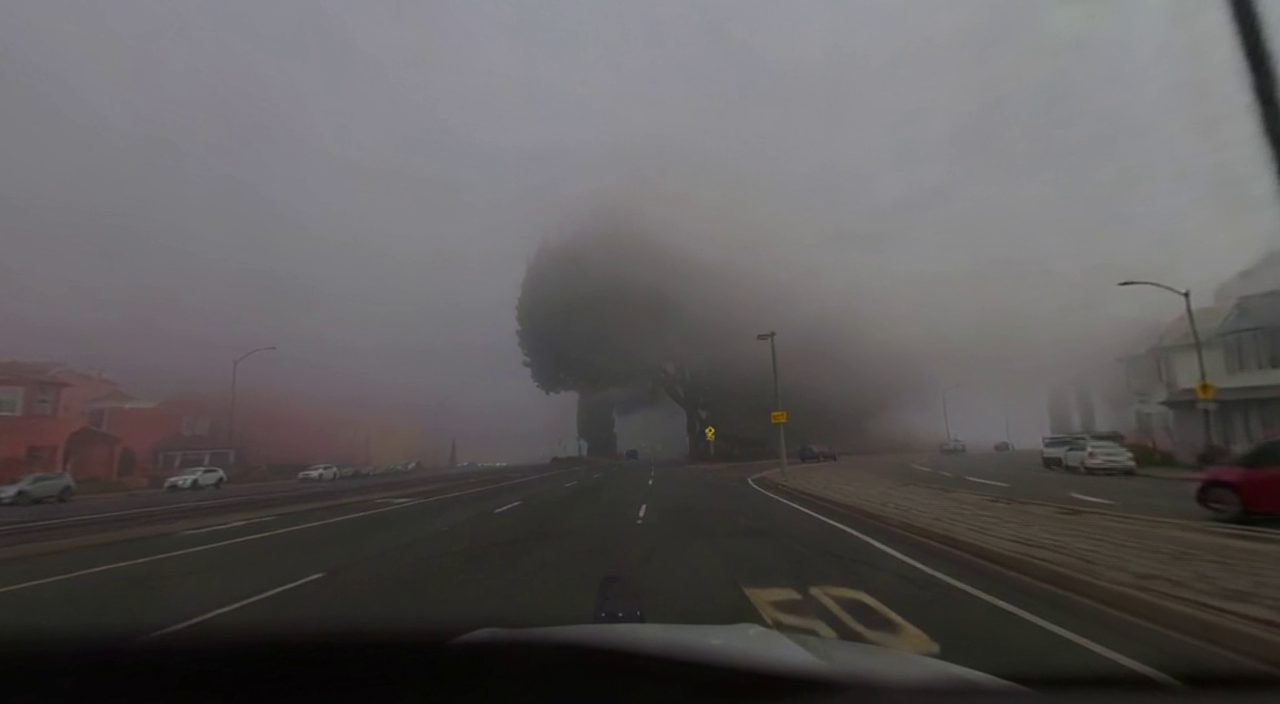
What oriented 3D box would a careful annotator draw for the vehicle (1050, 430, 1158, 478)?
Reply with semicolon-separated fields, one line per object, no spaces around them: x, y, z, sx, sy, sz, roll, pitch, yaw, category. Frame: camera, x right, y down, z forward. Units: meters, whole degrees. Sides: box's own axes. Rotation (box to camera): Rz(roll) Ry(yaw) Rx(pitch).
19.123;4.250;26.347;1.992;1.795;4.849;-3;-9;16;vehicle

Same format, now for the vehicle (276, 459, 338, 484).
-26.180;9.369;49.884;2.037;1.762;4.834;-1;-9;2;vehicle

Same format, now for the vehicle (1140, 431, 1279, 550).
9.116;1.661;7.941;2.004;1.476;4.588;-6;-14;3;vehicle

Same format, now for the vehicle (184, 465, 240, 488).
-31.903;9.256;47.175;1.673;1.495;3.659;0;-8;-2;vehicle

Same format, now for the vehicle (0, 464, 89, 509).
-27.480;6.005;27.946;1.936;1.723;4.573;-4;-13;2;vehicle
